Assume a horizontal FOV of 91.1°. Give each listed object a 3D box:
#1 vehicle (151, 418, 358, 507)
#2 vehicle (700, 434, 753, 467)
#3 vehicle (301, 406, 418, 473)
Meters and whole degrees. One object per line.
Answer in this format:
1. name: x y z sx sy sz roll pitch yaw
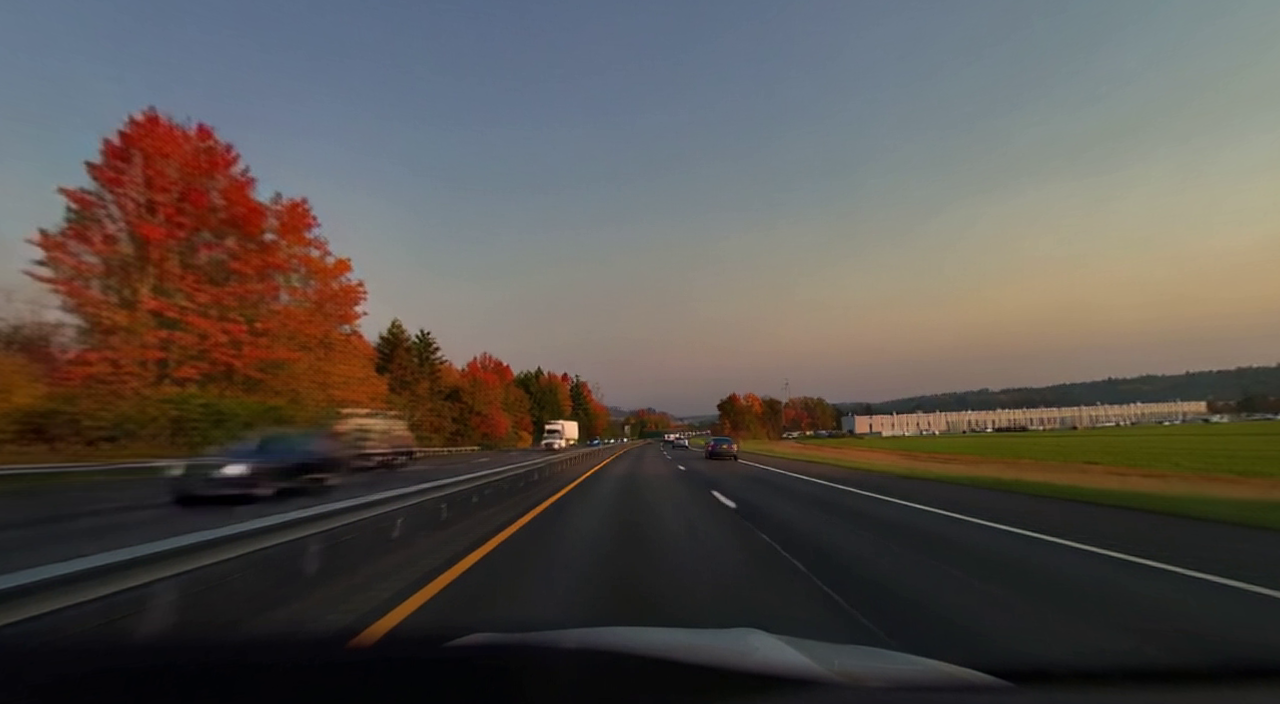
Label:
1. vehicle: -8.711 2.521 14.830 1.954 1.757 4.603 0 -8 0
2. vehicle: 4.266 4.920 31.667 2.024 1.516 4.197 0 -8 -1
3. vehicle: -13.026 4.138 29.816 2.524 2.819 6.073 -1 -8 2
